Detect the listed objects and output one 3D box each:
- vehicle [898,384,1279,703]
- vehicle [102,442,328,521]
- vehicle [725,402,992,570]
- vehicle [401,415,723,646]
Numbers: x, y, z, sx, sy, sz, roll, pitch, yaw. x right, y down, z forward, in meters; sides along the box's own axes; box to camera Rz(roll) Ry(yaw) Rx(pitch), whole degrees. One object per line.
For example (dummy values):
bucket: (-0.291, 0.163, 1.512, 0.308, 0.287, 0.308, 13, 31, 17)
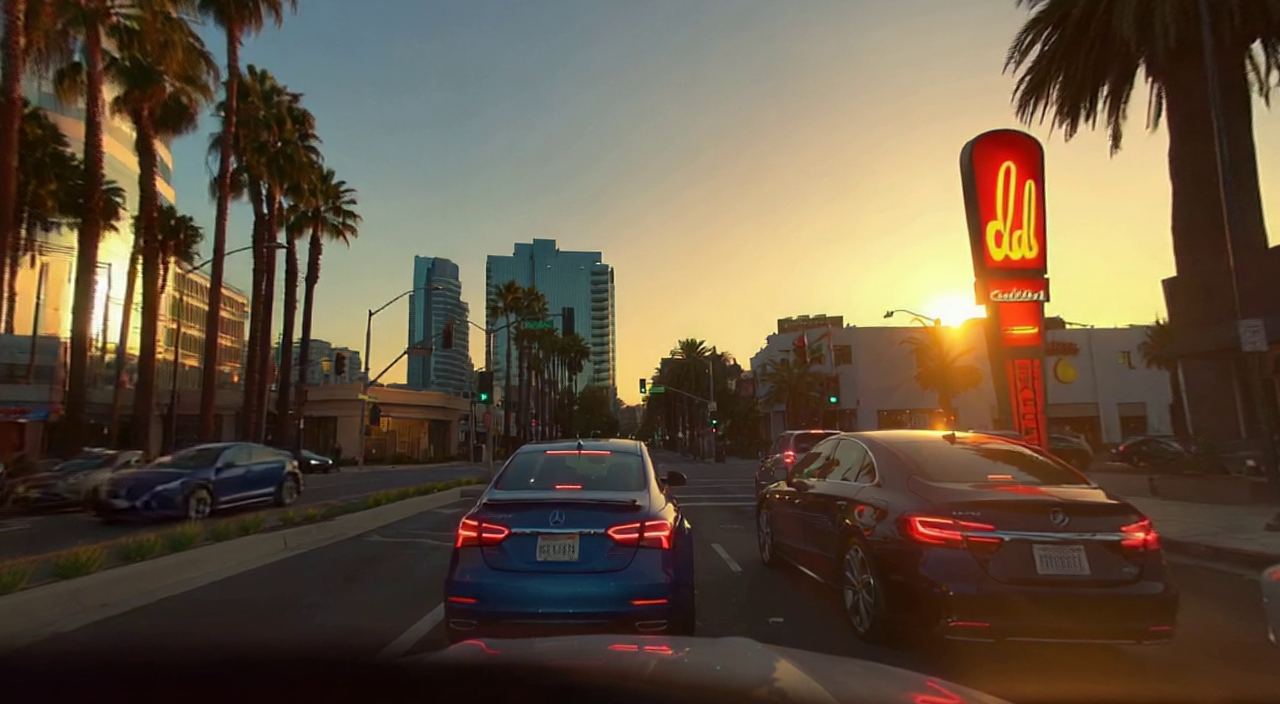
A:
vehicle: (2.612, 0.809, 1.478, 2.085, 1.469, 4.458, 0, -9, -1)
vehicle: (-9.004, 2.739, 14.002, 1.949, 1.442, 4.502, 0, -9, -2)
vehicle: (2.633, 1.763, 9.026, 2.096, 1.775, 4.440, 0, -9, -2)
vehicle: (-0.513, 1.472, 6.230, 2.096, 1.492, 4.071, 0, -9, 0)
